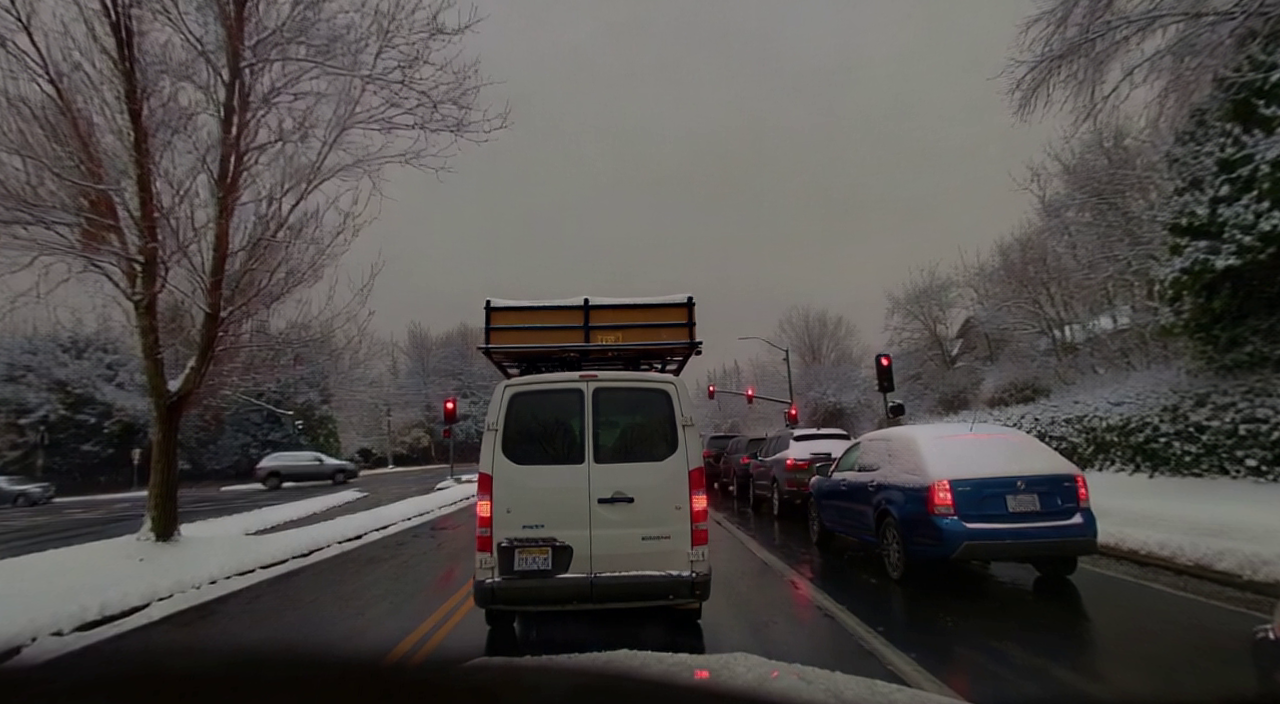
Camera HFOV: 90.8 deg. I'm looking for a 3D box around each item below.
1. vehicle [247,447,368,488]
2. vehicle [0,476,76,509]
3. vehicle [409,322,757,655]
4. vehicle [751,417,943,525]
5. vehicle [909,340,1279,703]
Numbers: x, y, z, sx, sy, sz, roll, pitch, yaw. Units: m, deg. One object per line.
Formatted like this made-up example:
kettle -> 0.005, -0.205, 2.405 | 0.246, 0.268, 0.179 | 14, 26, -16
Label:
vehicle -> -16.980, 5.871, 32.514 | 5.241, 1.894, 2.257 | 4, -10, -26
vehicle -> -28.421, 6.300, 28.453 | 4.135, 1.321, 1.687 | 1, -9, -7
vehicle -> -0.366, 1.158, 6.185 | 2.145, 2.089, 4.309 | 0, -9, 0
vehicle -> 3.698, 2.219, 12.271 | 2.024, 1.692, 4.252 | 1, -9, -4
vehicle -> 3.443, 0.937, 3.409 | 1.965, 1.671, 4.146 | 0, -9, -3
